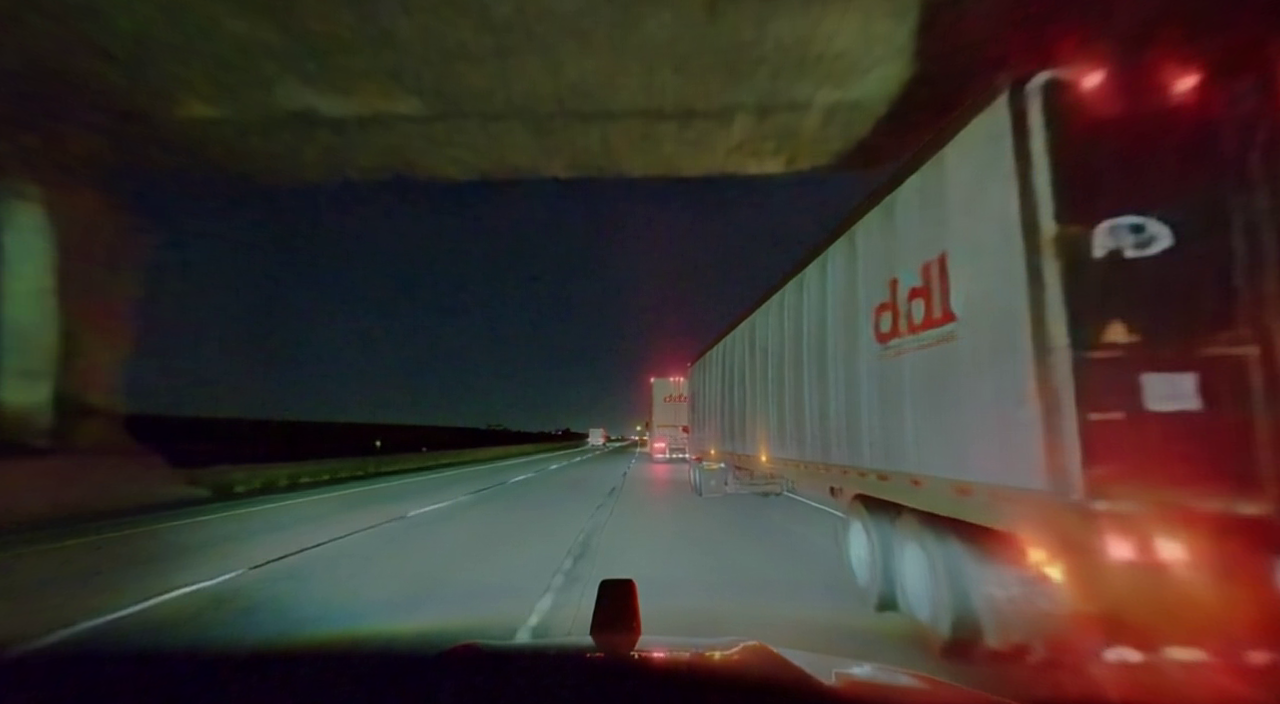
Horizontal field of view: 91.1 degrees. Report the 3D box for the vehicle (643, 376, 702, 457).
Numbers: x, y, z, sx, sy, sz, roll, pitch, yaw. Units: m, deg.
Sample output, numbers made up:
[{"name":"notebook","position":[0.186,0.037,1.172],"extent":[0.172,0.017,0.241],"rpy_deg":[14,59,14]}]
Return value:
[{"name":"vehicle","position":[1.796,4.331,40.090],"extent":[3.034,4.194,14.704],"rpy_deg":[0,-8,1]}]
